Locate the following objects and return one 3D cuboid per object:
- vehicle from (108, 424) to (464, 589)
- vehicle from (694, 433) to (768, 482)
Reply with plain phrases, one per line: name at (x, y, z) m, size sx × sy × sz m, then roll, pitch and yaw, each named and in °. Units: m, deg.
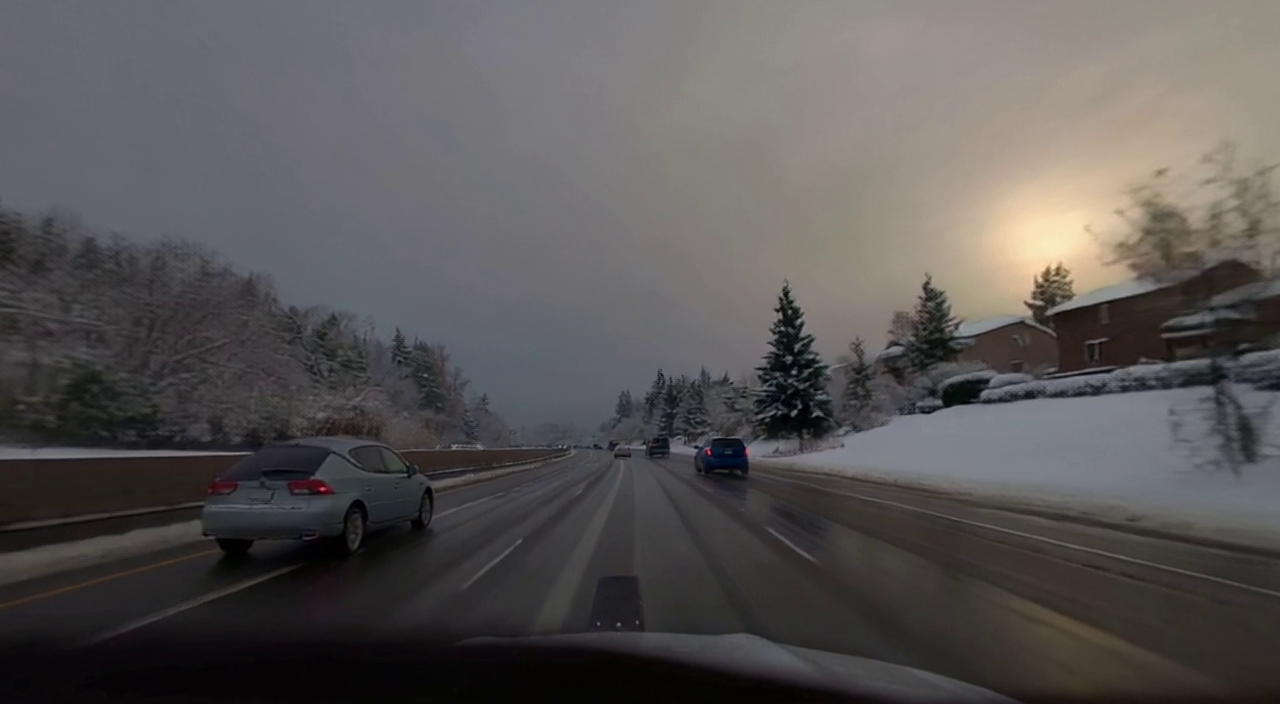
vehicle at (-3.927, 1.775, 8.139) m, size 2.036 × 1.528 × 4.400 m, roll 0°, pitch -9°, yaw 0°
vehicle at (3.369, 4.036, 24.284) m, size 2.092 × 1.686 × 4.188 m, roll 0°, pitch -9°, yaw -2°
